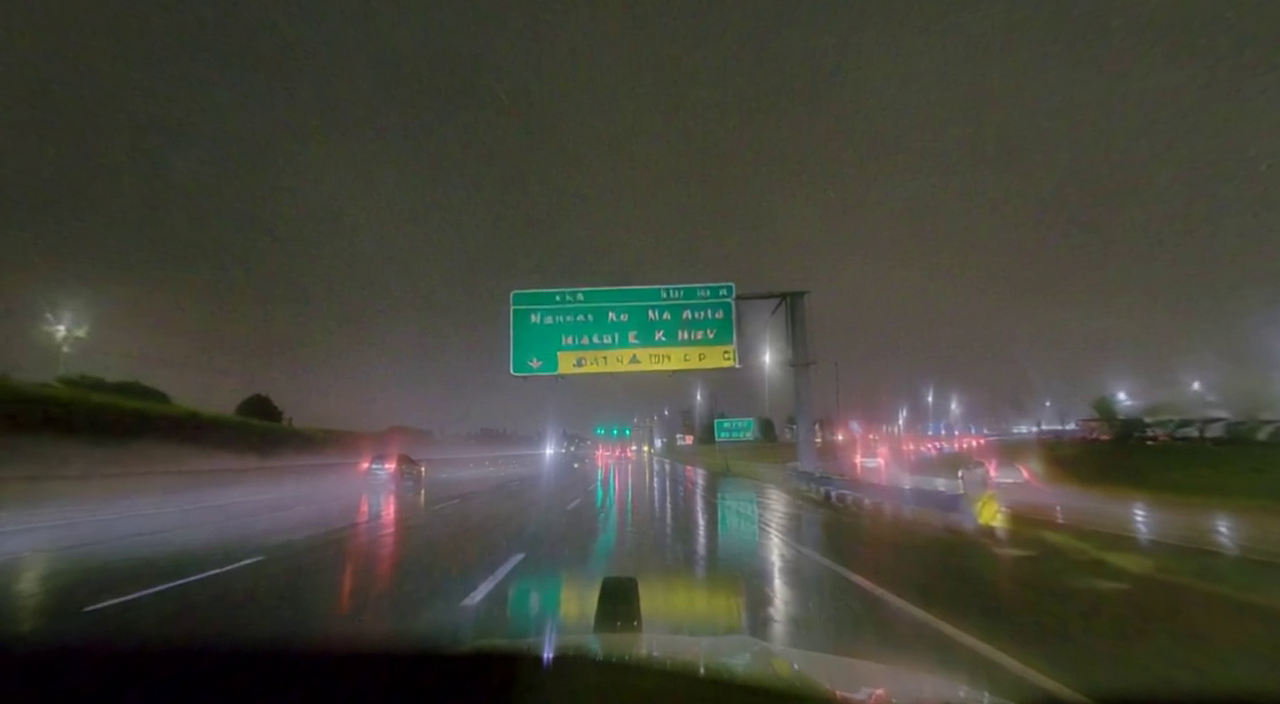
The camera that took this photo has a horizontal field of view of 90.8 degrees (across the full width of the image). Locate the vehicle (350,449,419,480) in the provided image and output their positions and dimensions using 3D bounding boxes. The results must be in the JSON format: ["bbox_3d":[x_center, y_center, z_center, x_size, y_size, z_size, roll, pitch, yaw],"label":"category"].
[{"bbox_3d":[-14.275,6.304,35.621,2.057,1.619,4.443,0,-9,0],"label":"vehicle"}]

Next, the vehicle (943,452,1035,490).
[{"bbox_3d":[18.181,6.196,33.285,2.172,1.778,5.085,0,-9,4],"label":"vehicle"}]
